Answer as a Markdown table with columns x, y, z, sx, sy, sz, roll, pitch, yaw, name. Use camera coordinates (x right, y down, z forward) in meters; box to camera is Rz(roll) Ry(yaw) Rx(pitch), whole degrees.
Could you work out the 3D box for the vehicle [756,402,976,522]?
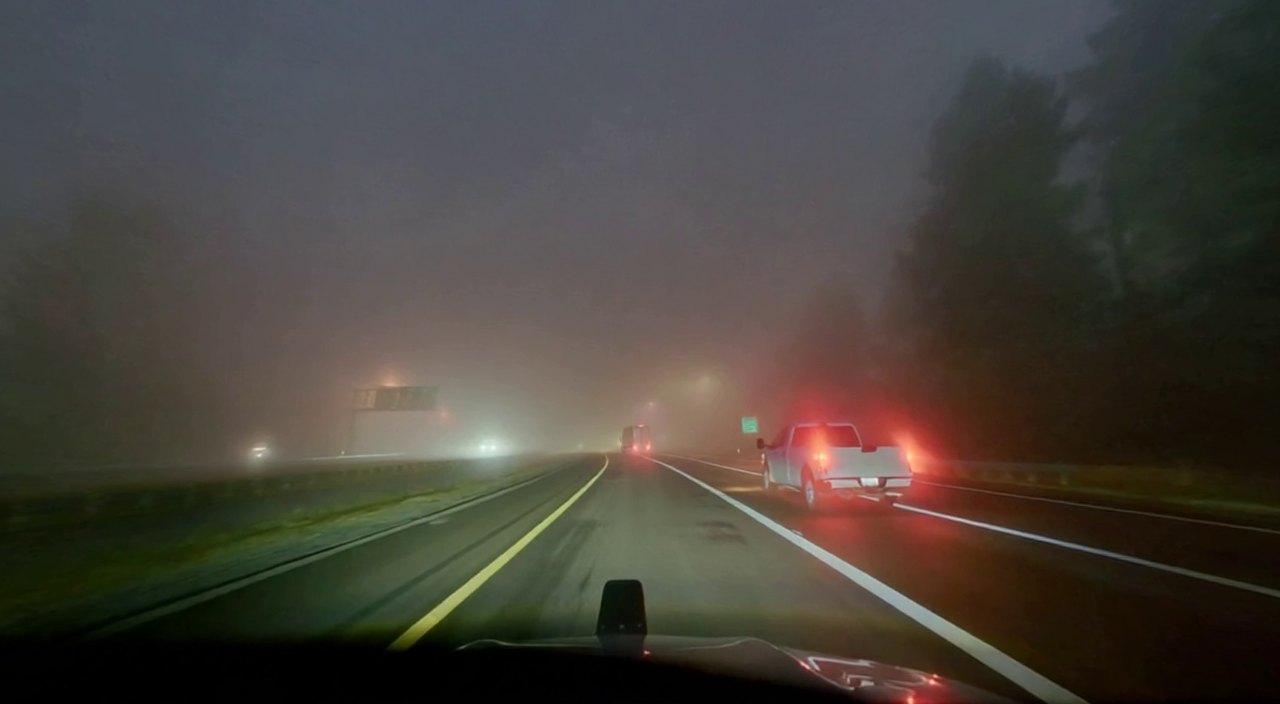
| x | y | z | sx | sy | sz | roll | pitch | yaw | name |
| --- | --- | --- | --- | --- | --- | --- | --- | --- | --- |
| 4.270 | 2.216 | 13.304 | 2.383 | 1.959 | 5.669 | 0 | -8 | -2 | vehicle |
